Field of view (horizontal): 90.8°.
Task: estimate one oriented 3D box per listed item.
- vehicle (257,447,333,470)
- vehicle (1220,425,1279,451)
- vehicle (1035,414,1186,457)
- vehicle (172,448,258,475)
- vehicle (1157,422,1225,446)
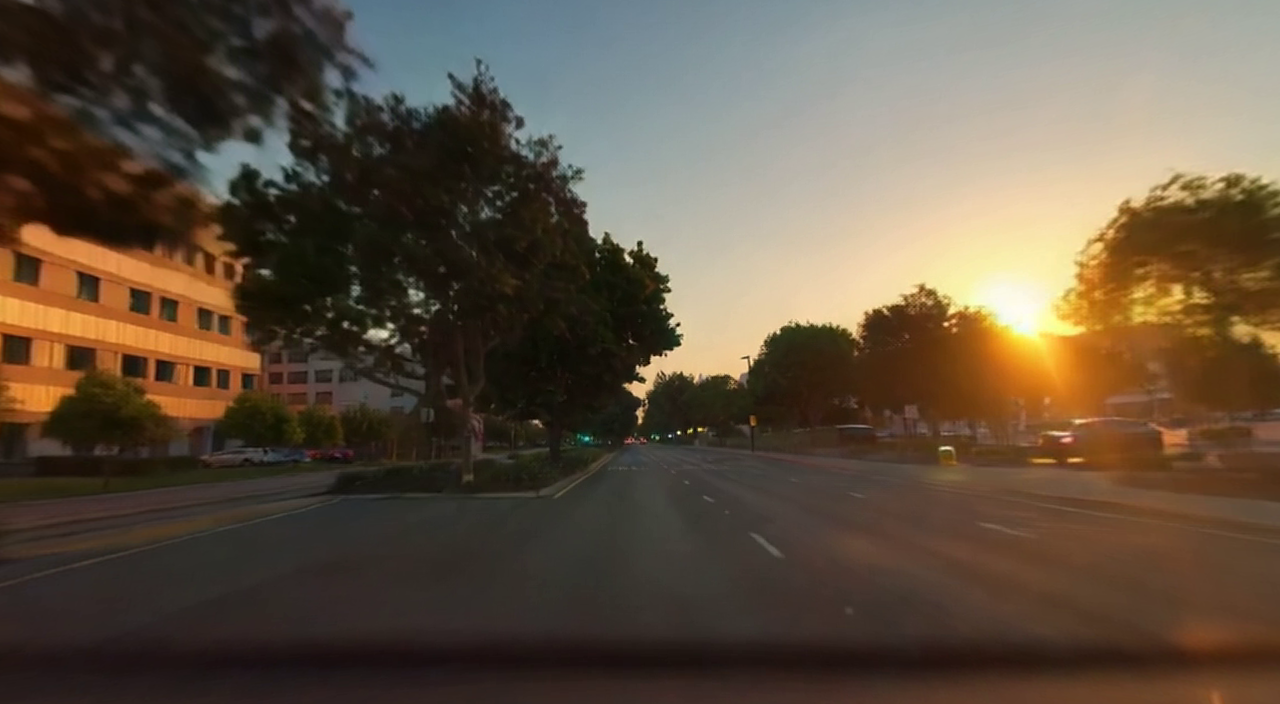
[{"bbox_3d":[-26.671,8.238,49.006,4.673,1.717,2.044,0,-9,1],"label":"vehicle"},{"bbox_3d":[40.003,5.554,40.731,3.517,1.432,1.583,-4,-8,0],"label":"vehicle"},{"bbox_3d":[19.995,3.593,27.034,4.656,1.752,2.309,0,-9,-4],"label":"vehicle"},{"bbox_3d":[-32.382,8.328,48.240,4.993,1.886,2.122,8,-13,-43],"label":"vehicle"},{"bbox_3d":[40.432,6.045,46.364,3.438,1.405,1.601,-4,-8,-5],"label":"vehicle"}]
